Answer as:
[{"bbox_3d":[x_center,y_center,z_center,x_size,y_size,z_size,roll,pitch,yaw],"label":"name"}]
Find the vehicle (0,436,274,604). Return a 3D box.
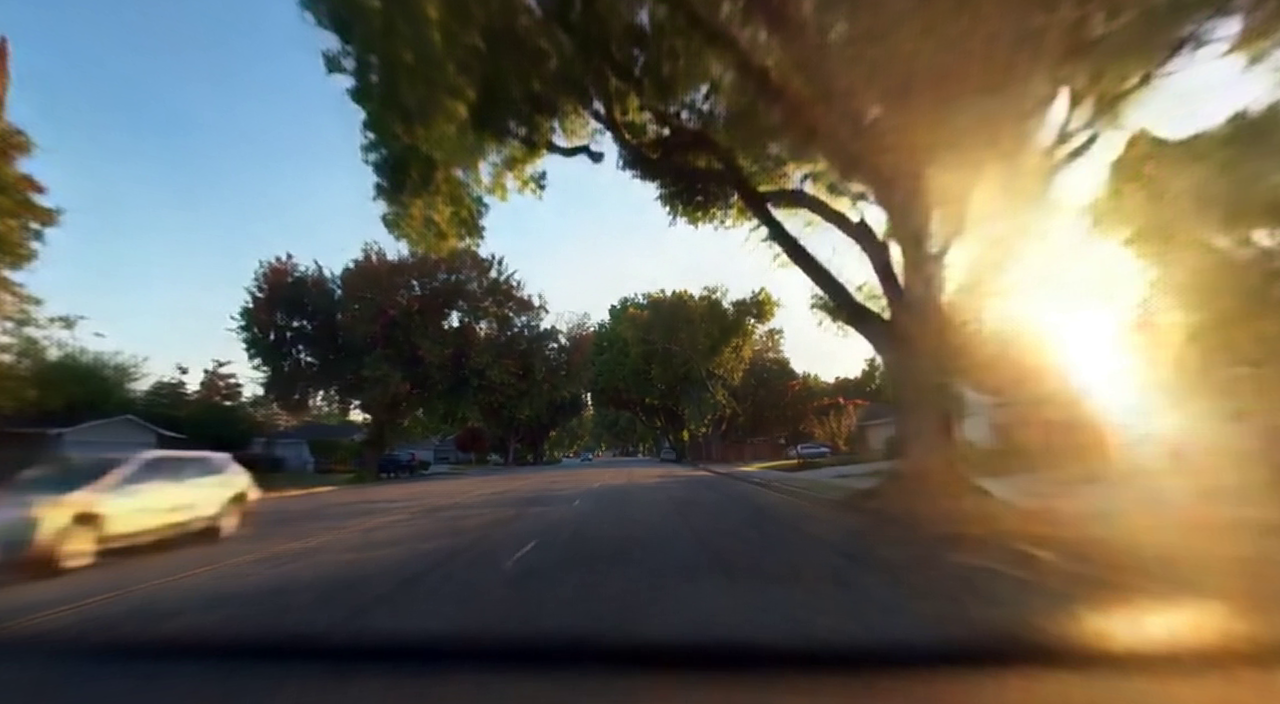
[{"bbox_3d":[-7.173,1.947,8.237,1.951,1.613,4.654,-1,-8,1],"label":"vehicle"}]

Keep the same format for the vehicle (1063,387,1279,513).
[{"bbox_3d":[10.540,1.735,10.977,4.583,1.853,2.260,-2,-14,-2],"label":"vehicle"}]
